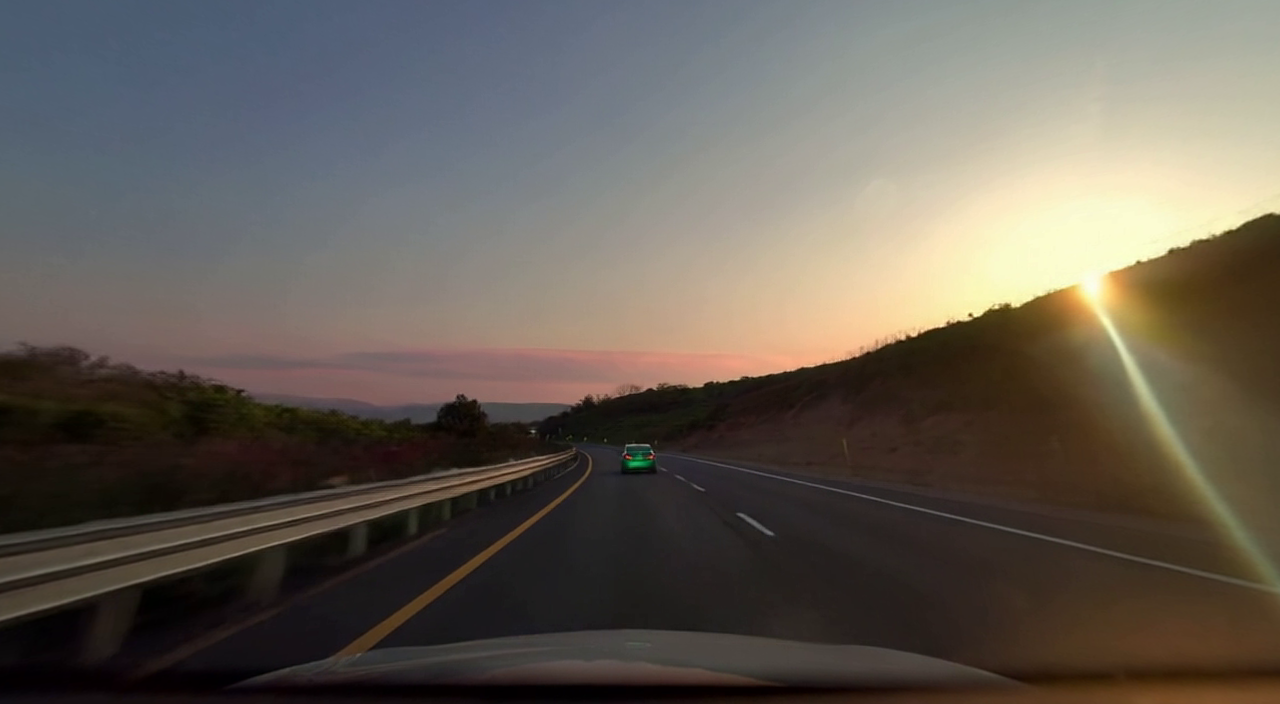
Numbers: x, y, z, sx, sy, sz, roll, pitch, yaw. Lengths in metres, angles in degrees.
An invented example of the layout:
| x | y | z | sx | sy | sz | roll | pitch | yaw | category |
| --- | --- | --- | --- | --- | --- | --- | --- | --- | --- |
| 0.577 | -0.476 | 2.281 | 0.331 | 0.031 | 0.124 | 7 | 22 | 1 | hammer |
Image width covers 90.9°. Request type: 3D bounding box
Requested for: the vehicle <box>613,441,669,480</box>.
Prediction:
| x | y | z | sx | sy | sz | roll | pitch | yaw | category |
| --- | --- | --- | --- | --- | --- | --- | --- | --- | --- |
| -0.046 | 4.481 | 26.394 | 2.029 | 1.474 | 4.183 | 0 | -9 | -4 | vehicle |
